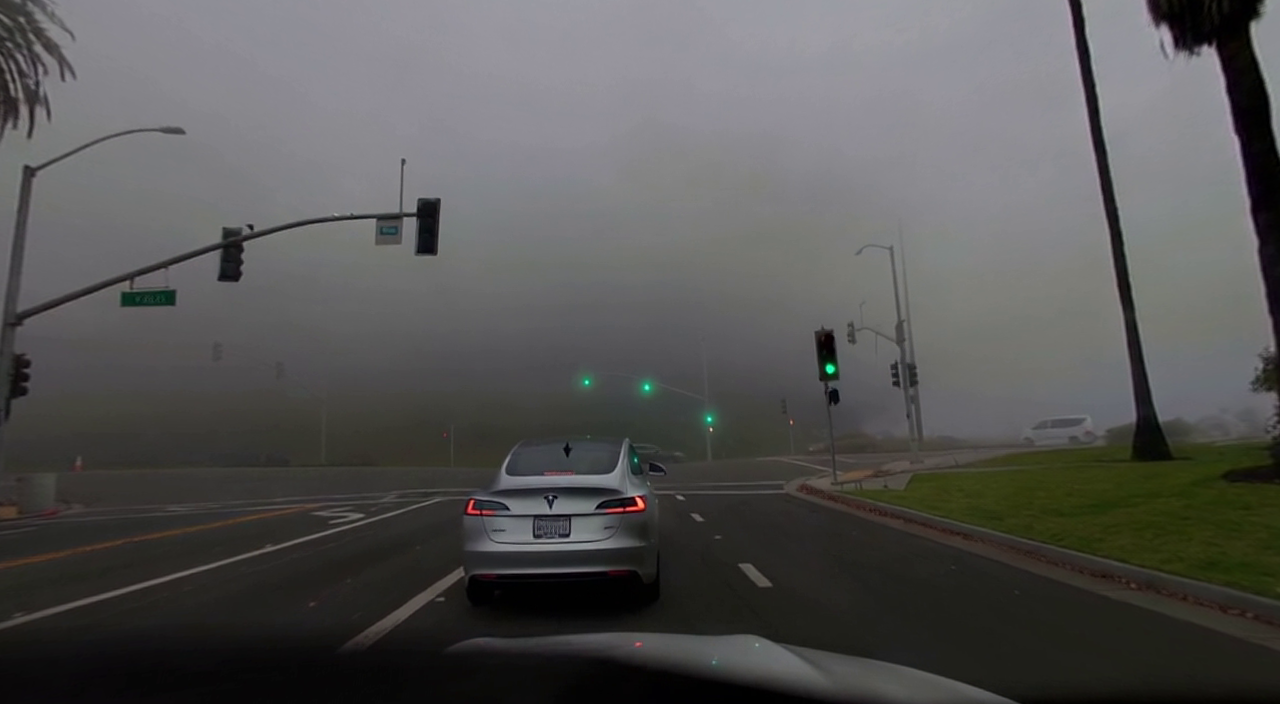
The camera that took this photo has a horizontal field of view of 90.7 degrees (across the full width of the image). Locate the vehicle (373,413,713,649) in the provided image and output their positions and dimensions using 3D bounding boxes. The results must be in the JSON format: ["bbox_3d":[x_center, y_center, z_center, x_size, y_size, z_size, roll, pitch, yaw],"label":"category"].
[{"bbox_3d":[-0.640,1.453,6.206,2.152,1.478,4.229,0,-8,-1],"label":"vehicle"}]
